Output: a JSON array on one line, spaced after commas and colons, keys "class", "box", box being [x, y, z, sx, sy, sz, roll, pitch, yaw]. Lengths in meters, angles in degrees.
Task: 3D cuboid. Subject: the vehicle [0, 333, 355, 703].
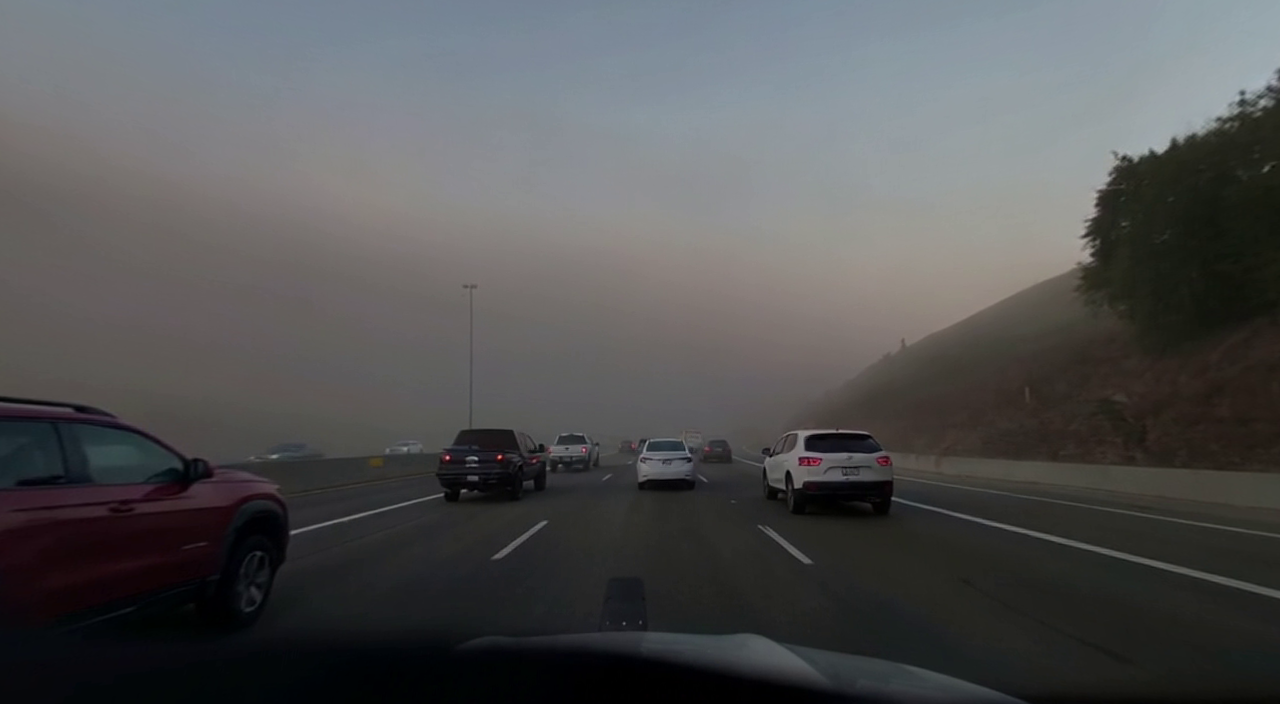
[{"class": "vehicle", "box": [-3.579, 0.890, 3.123, 2.179, 1.723, 4.410, 0, -8, 1]}]

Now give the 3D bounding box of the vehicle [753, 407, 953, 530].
[{"class": "vehicle", "box": [3.493, 2.017, 11.448, 2.046, 1.765, 4.534, 0, -8, 0]}]

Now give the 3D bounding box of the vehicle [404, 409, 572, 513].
[{"class": "vehicle", "box": [-3.125, 2.416, 14.486, 2.301, 1.902, 5.374, 0, -8, 3]}]

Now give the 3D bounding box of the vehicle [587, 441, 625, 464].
[{"class": "vehicle", "box": [-2.123, 6.327, 39.997, 1.973, 1.378, 3.677, -1, -8, 3]}]

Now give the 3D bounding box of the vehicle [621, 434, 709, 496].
[{"class": "vehicle", "box": [0.658, 3.022, 17.330, 2.105, 1.471, 4.349, 0, -8, 1]}]
